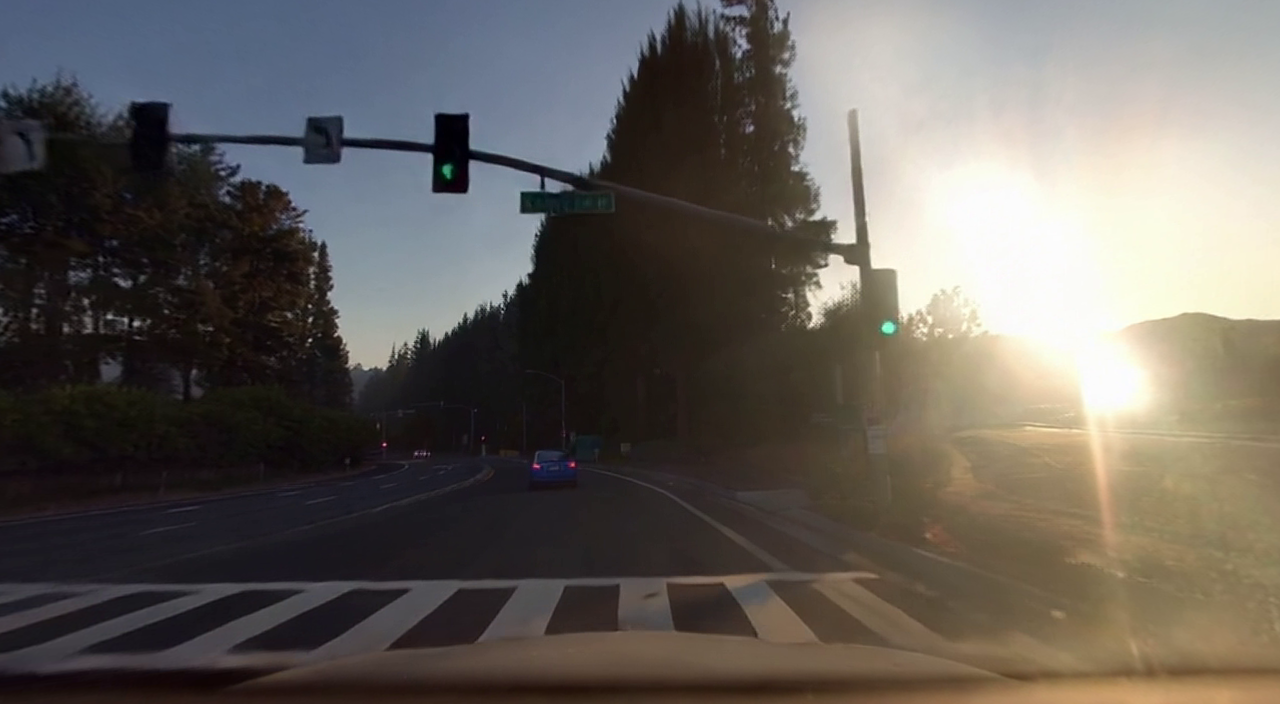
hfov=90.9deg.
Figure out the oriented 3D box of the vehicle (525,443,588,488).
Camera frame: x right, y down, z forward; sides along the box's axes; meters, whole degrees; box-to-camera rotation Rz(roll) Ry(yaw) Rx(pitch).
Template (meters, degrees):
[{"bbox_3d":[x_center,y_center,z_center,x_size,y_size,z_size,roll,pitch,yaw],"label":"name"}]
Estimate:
[{"bbox_3d":[-3.260,4.241,23.958,2.148,1.521,4.089,1,-8,-10],"label":"vehicle"}]
